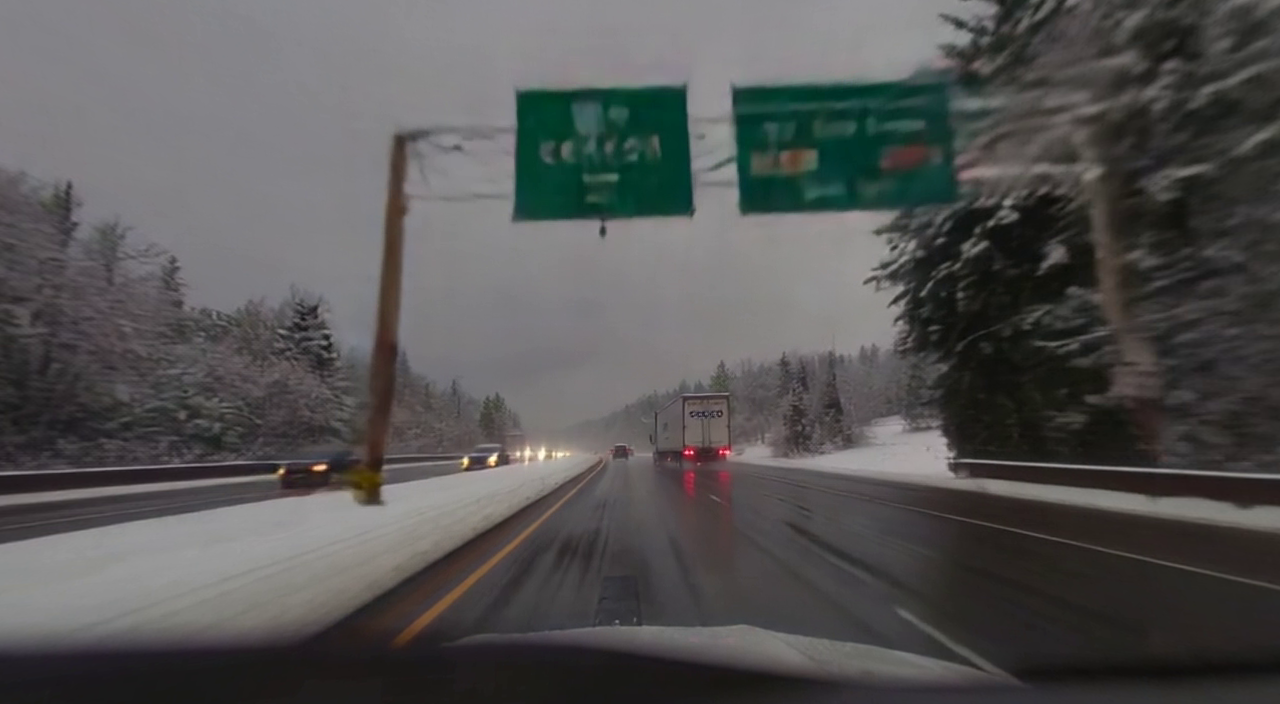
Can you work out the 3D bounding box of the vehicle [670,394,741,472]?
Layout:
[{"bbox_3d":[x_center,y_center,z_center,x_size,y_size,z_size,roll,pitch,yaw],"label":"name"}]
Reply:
[{"bbox_3d":[3.531,4.757,36.167,2.892,3.928,8.380,0,-9,-2],"label":"vehicle"}]

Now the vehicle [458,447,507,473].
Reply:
[{"bbox_3d":[-9.879,6.792,39.694,1.957,1.538,4.733,0,-9,-2],"label":"vehicle"}]

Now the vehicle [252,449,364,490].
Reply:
[{"bbox_3d":[-13.274,4.689,25.425,2.005,1.449,4.724,0,-9,-1],"label":"vehicle"}]
